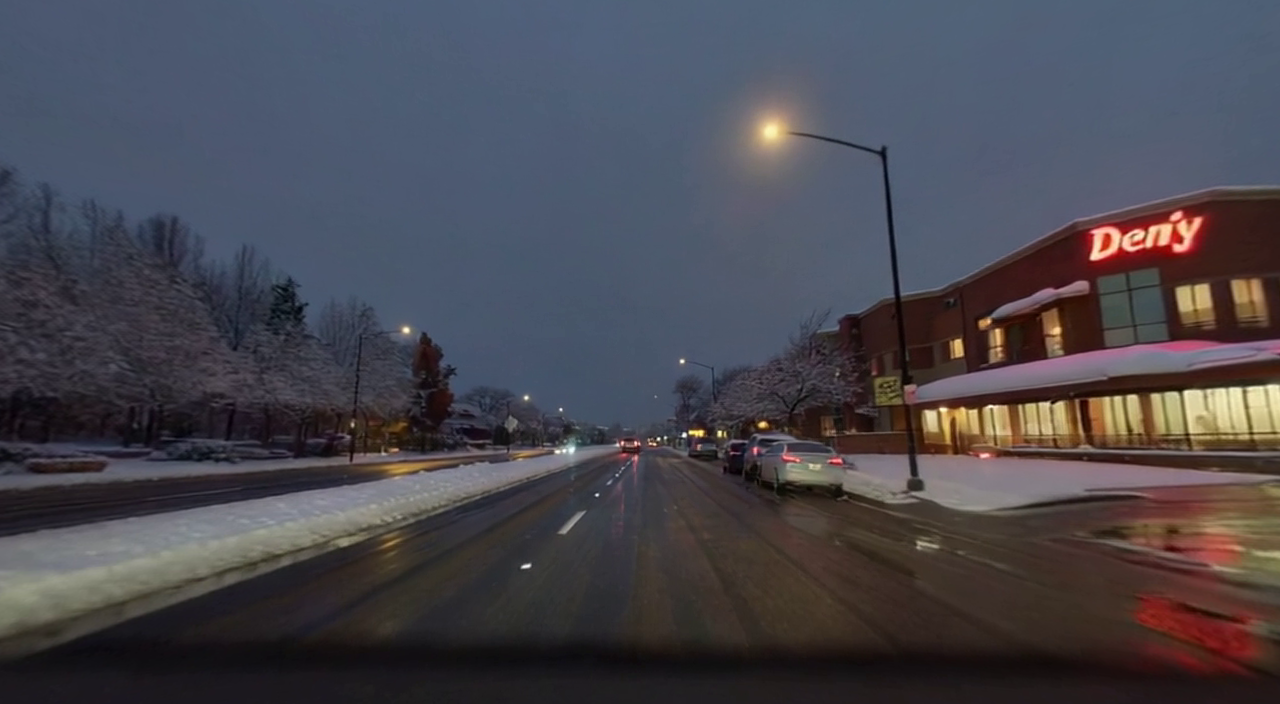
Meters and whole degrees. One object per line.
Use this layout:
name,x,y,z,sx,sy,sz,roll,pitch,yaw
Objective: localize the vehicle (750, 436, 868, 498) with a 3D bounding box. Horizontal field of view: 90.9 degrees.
vehicle,4.652,3.237,18.246,2.085,1.509,5.134,0,-8,1
